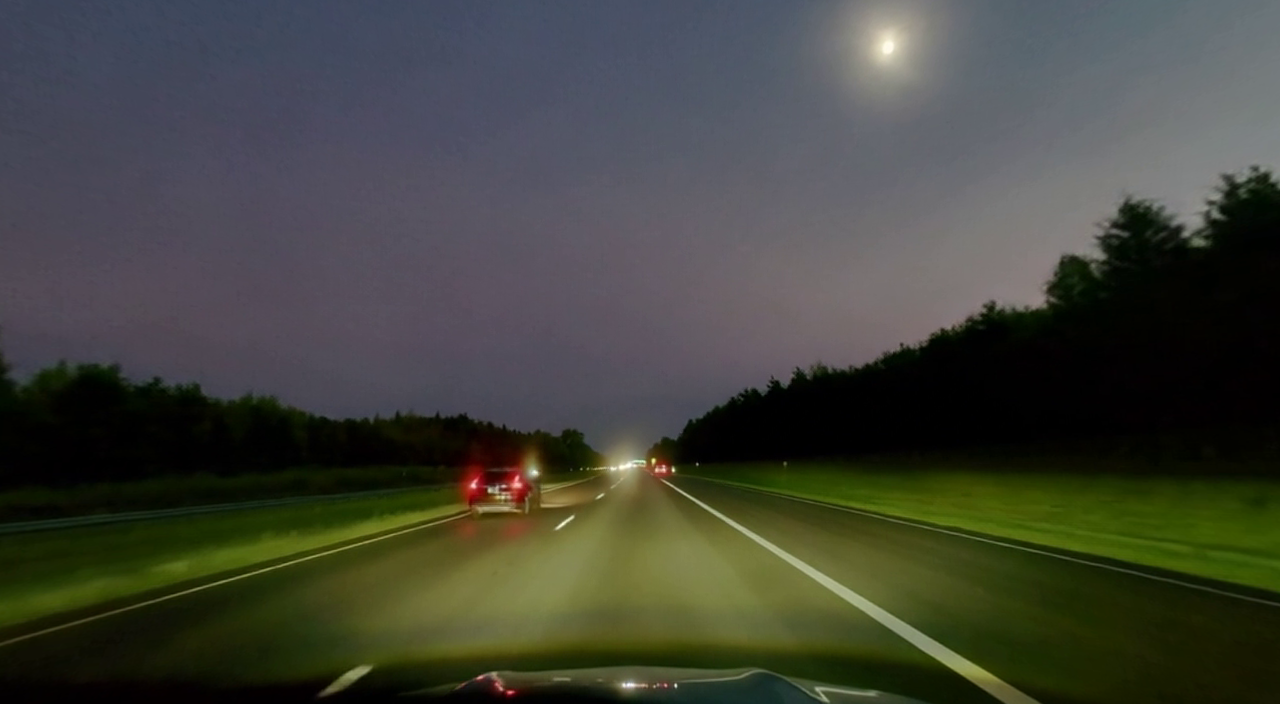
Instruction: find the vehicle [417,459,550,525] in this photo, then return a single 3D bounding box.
[{"bbox_3d":[-3.831,3.561,16.453,2.183,1.435,4.653,0,-10,1],"label":"vehicle"}]
